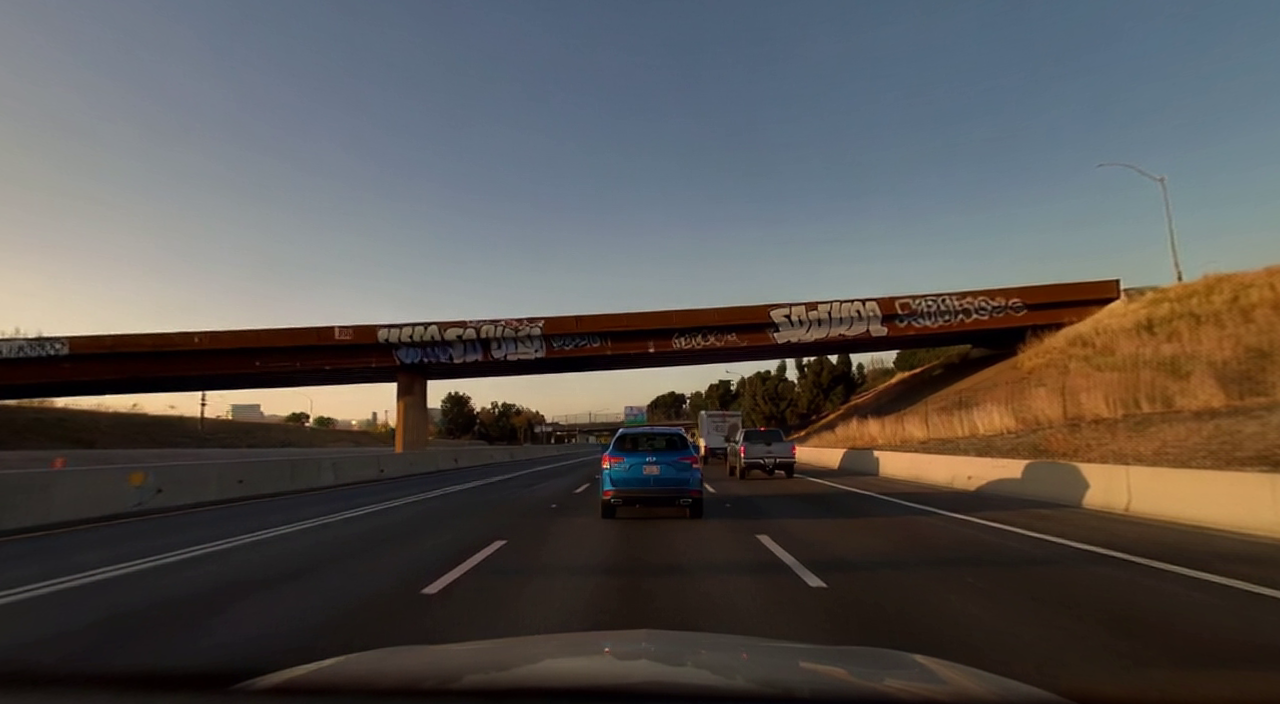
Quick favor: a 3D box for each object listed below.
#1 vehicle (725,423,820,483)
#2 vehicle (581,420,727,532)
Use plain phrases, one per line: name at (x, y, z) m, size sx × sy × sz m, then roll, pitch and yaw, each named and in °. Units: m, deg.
vehicle at (4.694, 3.716, 23.470) m, size 2.311 × 1.922 × 5.977 m, roll 0°, pitch -8°, yaw 1°
vehicle at (0.233, 2.164, 11.549) m, size 2.193 × 1.651 × 3.946 m, roll -1°, pitch -8°, yaw 1°
